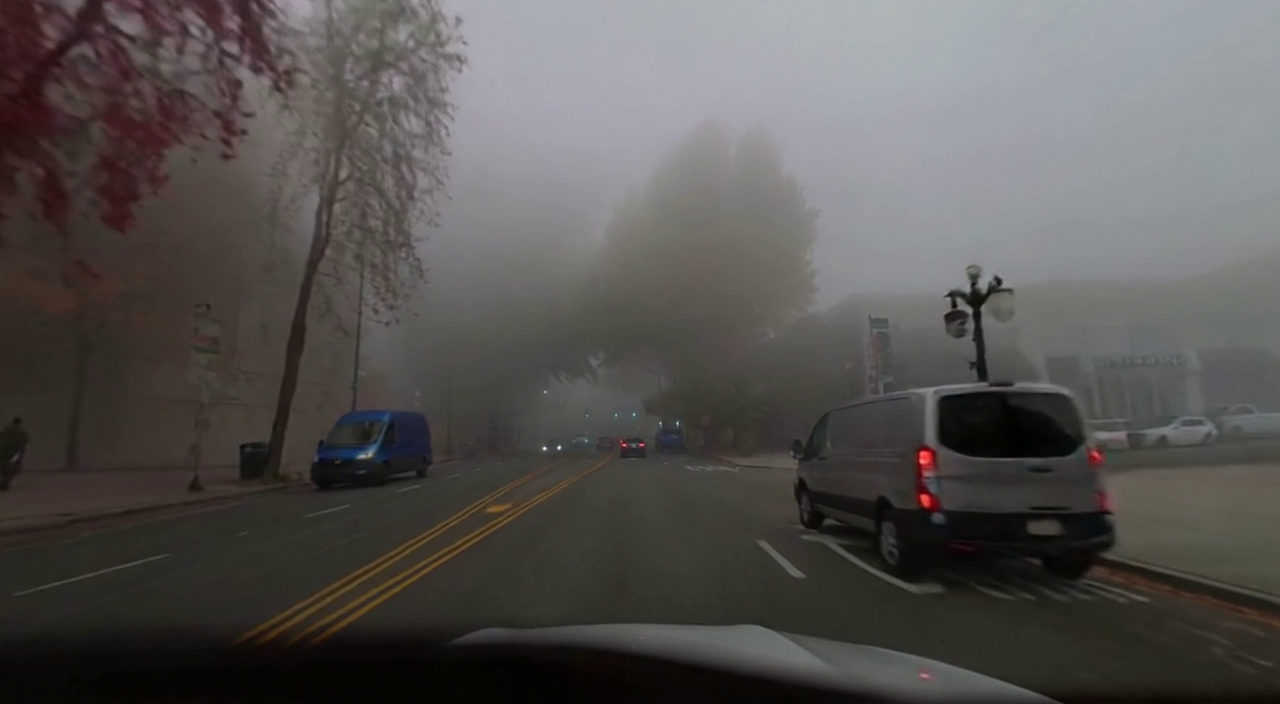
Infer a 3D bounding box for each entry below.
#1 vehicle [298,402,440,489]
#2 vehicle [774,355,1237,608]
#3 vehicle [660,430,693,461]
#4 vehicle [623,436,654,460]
[{"bbox_3d":[-9.053,3.204,21.803,2.348,2.588,5.860,0,-8,-1],"label":"vehicle"},{"bbox_3d":[3.453,1.368,7.603,2.357,1.986,5.136,0,-8,-2],"label":"vehicle"},{"bbox_3d":[2.582,6.434,43.504,2.147,1.968,4.478,-1,-8,5],"label":"vehicle"},{"bbox_3d":[-0.102,7.388,48.660,2.274,1.736,4.083,0,-8,0],"label":"vehicle"}]
